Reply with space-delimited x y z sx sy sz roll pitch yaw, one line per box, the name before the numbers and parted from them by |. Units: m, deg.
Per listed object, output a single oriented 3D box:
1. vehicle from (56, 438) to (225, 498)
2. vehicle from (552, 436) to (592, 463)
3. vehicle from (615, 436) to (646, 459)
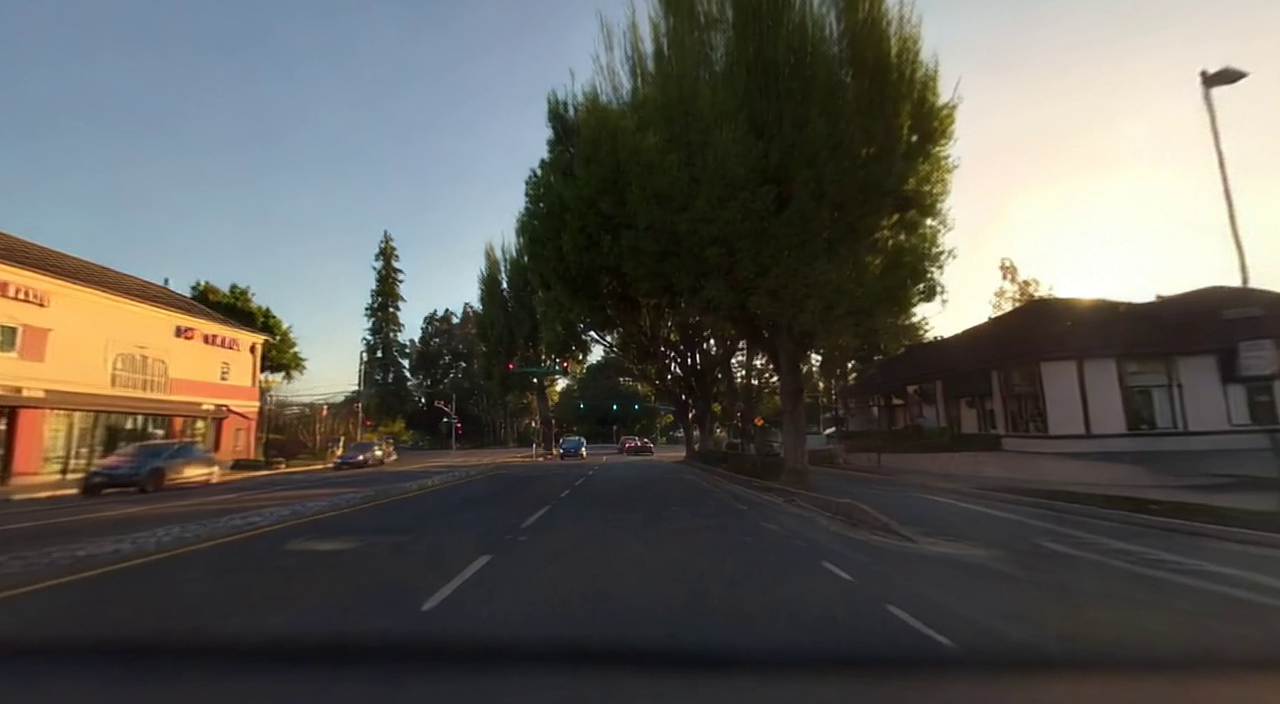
vehicle | -15.851 3.676 20.397 1.834 1.694 4.405 0 -8 -1
vehicle | -4.077 5.900 38.307 1.942 1.497 4.561 0 -8 0
vehicle | -0.669 6.658 43.967 2.066 1.482 3.923 0 -8 -1
